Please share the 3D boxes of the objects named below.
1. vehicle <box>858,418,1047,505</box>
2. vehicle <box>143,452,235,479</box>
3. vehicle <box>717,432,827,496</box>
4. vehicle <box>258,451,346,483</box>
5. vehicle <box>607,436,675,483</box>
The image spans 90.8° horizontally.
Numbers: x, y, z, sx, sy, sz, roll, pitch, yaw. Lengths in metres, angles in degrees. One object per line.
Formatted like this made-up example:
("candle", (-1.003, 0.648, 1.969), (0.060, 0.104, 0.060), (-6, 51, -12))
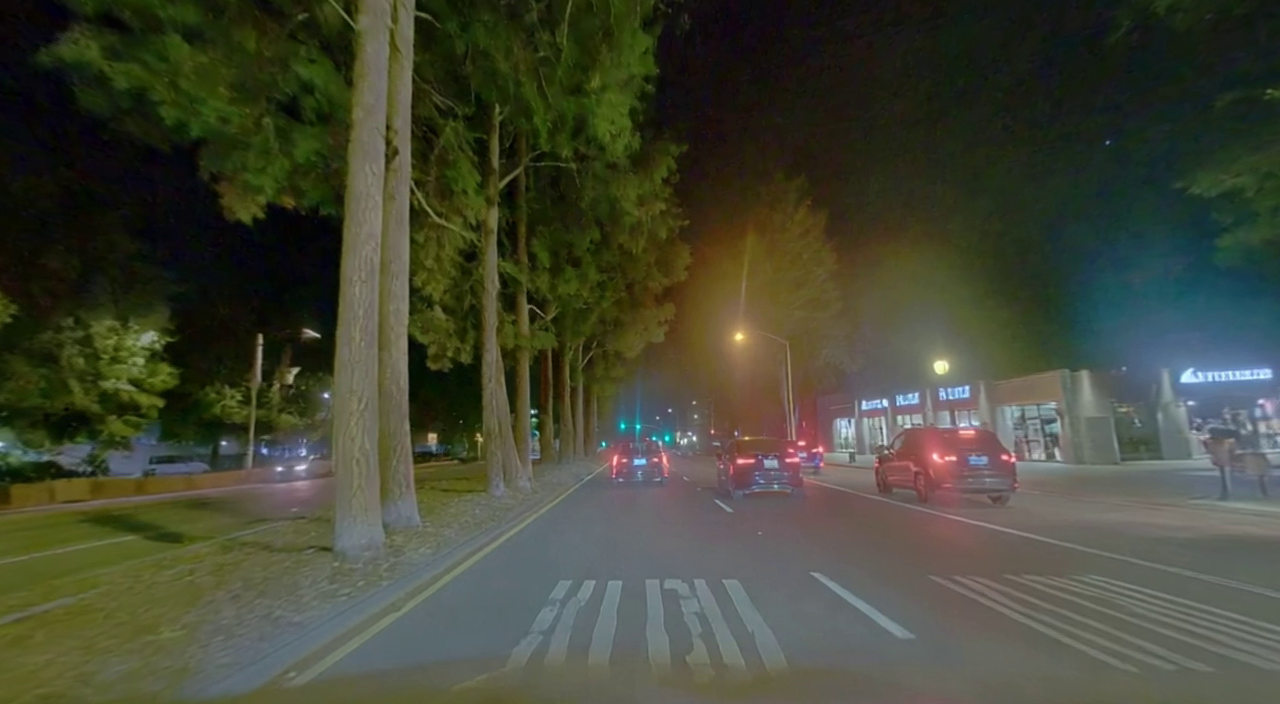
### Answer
("vehicle", (7.073, 2.550, 15.061), (2.052, 1.708, 4.842), (0, -8, 0))
("vehicle", (-29.920, 7.506, 41.964), (4.559, 1.663, 2.059), (-1, -8, 3))
("vehicle", (3.375, 2.970, 17.100), (1.993, 1.477, 4.240), (0, -8, -1))
("vehicle", (-17.476, 5.956, 32.951), (2.069, 1.460, 4.716), (0, -8, -1))
("vehicle", (0.008, 3.633, 21.643), (2.101, 1.444, 4.248), (0, -8, -1))
